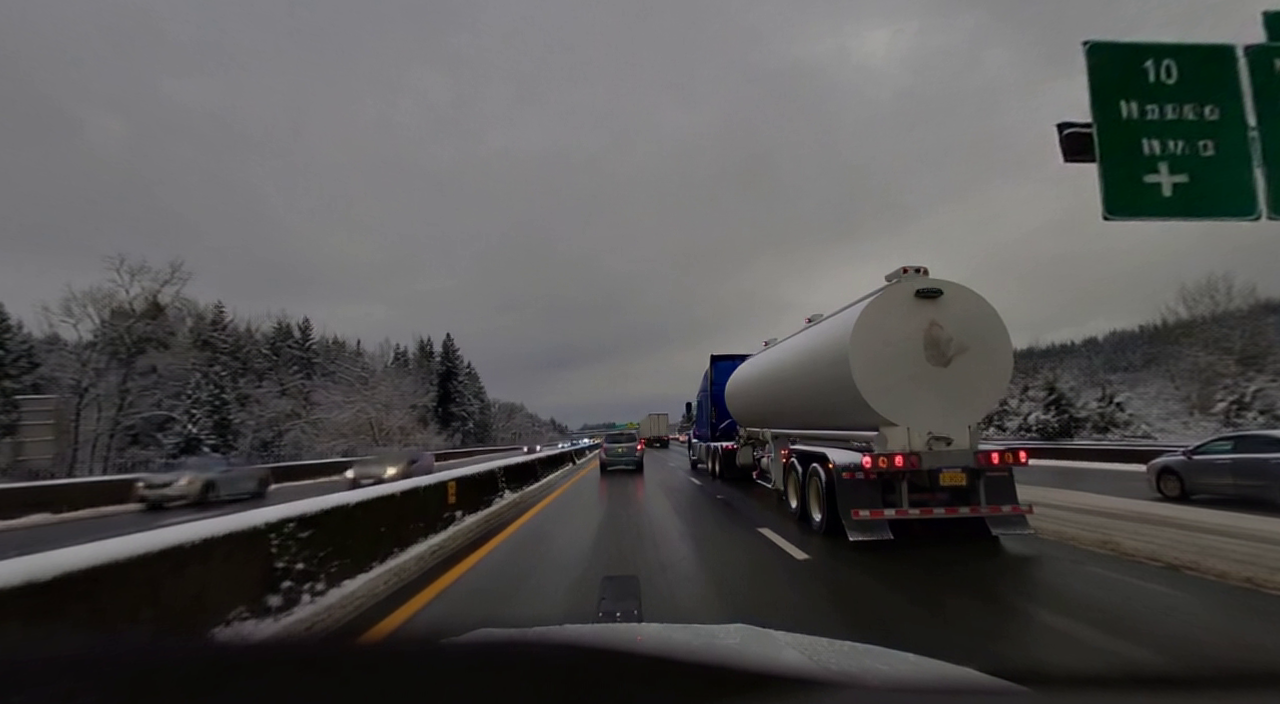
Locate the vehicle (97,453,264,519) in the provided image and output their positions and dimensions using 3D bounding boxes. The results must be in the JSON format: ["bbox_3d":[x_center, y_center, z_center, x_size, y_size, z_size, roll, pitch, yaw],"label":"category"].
[{"bbox_3d":[-12.799,3.696,17.951,1.905,1.541,4.030,0,-8,-4],"label":"vehicle"}]

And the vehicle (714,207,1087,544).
[{"bbox_3d":[3.502,0.835,11.906,2.826,3.905,9.262,0,-8,-1],"label":"vehicle"}]

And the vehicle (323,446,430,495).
[{"bbox_3d":[-8.941,4.035,21.860,1.951,1.460,4.219,0,-8,-1],"label":"vehicle"}]

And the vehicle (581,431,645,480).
[{"bbox_3d":[-0.861,3.481,21.480,2.000,1.510,3.518,0,-8,0],"label":"vehicle"}]

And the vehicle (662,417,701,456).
[{"bbox_3d":[3.133,6.552,48.820,2.475,2.782,4.986,0,-8,-3],"label":"vehicle"}]

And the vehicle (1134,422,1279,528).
[{"bbox_3d":[9.832,1.798,9.357,1.739,1.471,3.889,0,-8,-2],"label":"vehicle"}]
